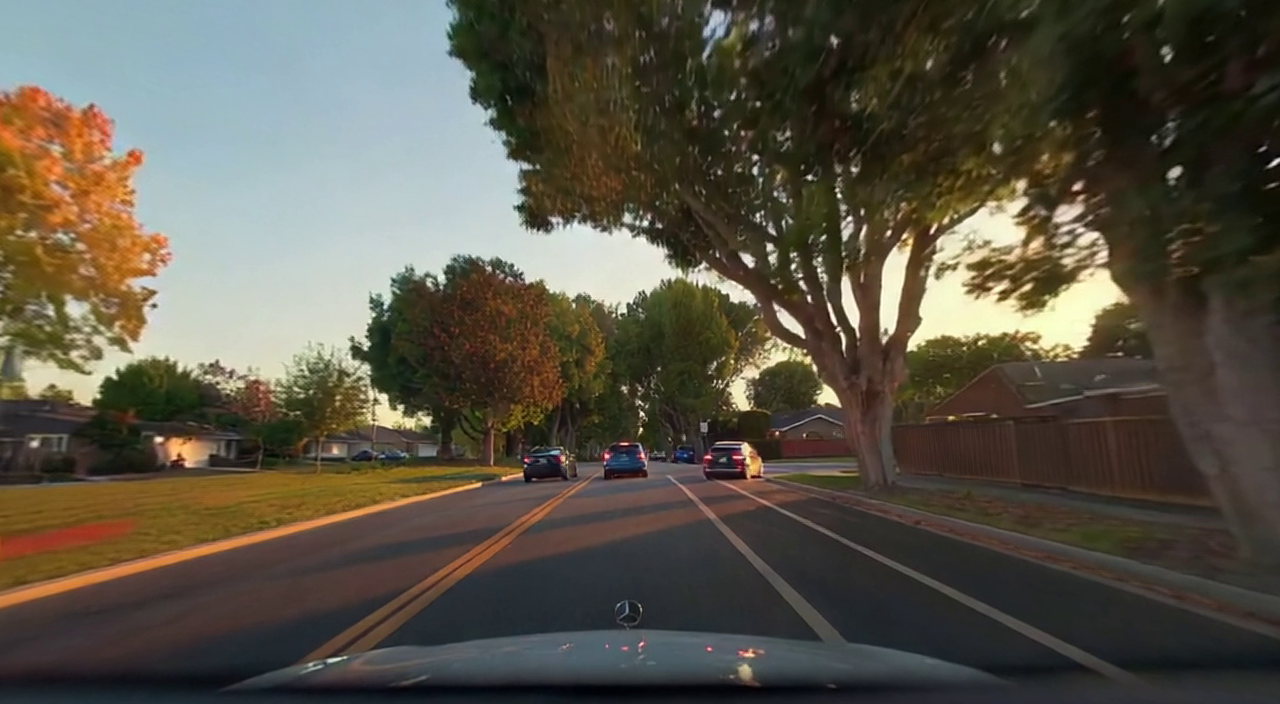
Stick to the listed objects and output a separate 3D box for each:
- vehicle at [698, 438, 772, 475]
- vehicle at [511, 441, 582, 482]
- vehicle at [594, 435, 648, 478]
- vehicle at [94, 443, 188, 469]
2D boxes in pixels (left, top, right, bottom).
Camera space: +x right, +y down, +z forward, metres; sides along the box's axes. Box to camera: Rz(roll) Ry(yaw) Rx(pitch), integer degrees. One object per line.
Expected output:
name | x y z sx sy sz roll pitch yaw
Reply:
vehicle | 4.822 5.176 31.323 2.192 1.677 4.820 -4 -9 26
vehicle | -3.532 4.226 24.541 2.032 1.433 4.458 0 -8 1
vehicle | -0.774 4.620 27.924 2.220 1.742 4.047 0 -8 1
vehicle | -33.468 6.961 42.196 4.600 1.698 1.993 0 -8 3
